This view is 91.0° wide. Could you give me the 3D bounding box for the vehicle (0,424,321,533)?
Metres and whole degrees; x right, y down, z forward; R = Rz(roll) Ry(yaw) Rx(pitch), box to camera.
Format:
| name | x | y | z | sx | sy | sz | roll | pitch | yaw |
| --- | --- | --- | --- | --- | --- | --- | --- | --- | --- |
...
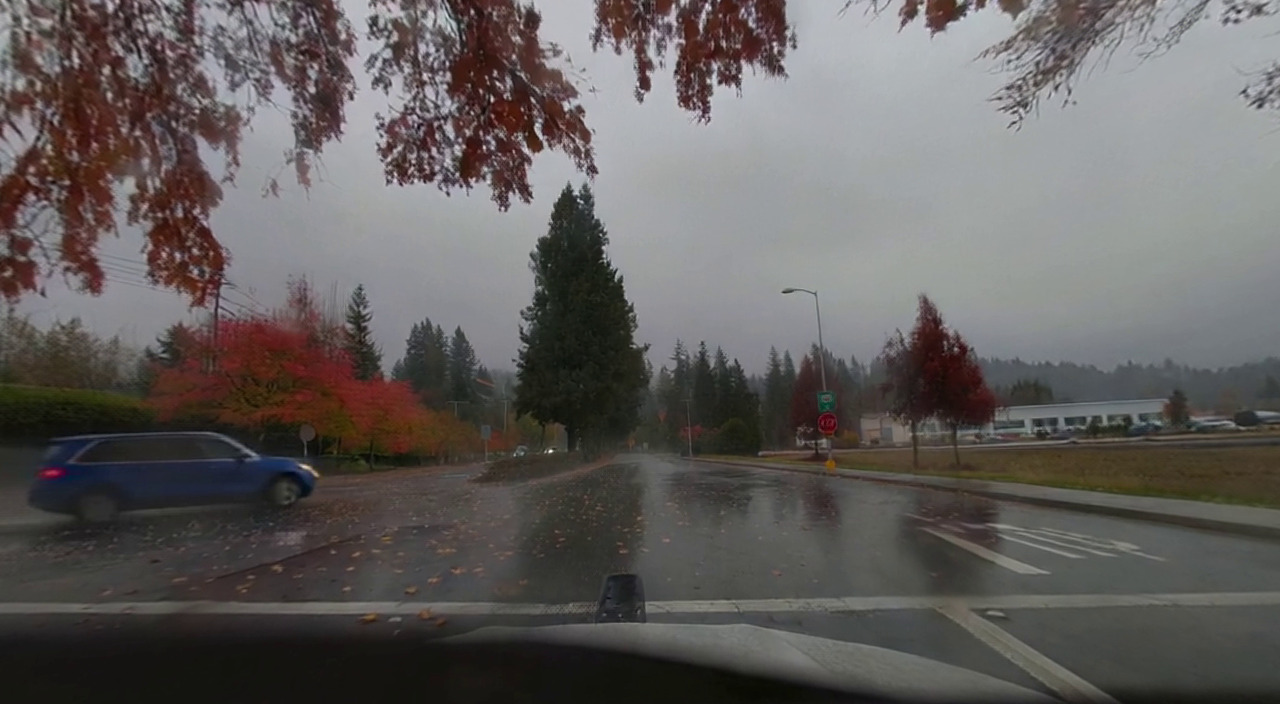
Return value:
| name | x | y | z | sx | sy | sz | roll | pitch | yaw |
| --- | --- | --- | --- | --- | --- | --- | --- | --- | --- |
| vehicle | -10.689 | 2.746 | 14.317 | 5.607 | 2.012 | 2.284 | 7 | -11 | -40 |
